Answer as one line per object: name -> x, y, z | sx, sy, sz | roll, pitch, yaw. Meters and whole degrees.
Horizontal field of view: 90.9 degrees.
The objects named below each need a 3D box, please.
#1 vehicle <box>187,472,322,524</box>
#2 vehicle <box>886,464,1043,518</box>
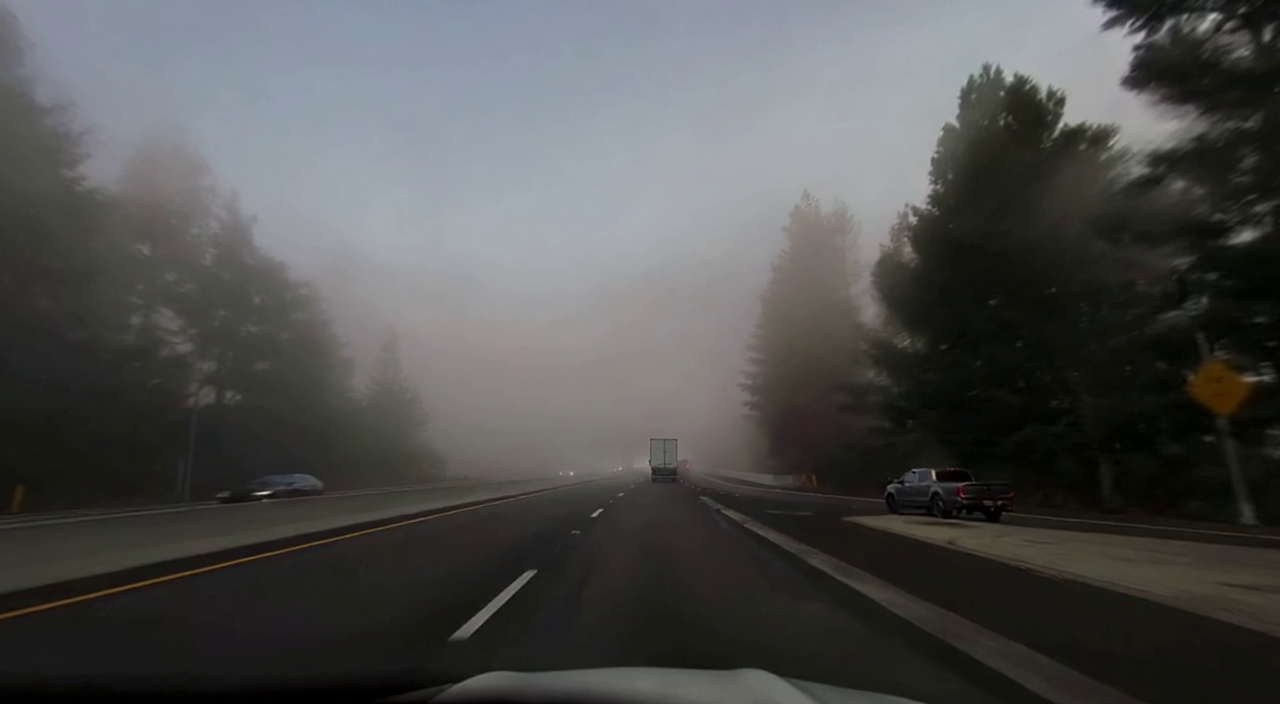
vehicle -> -12.128, 4.595, 20.162 | 1.851, 1.413, 3.769 | 1, -11, 1
vehicle -> 9.859, 4.238, 19.571 | 1.949, 1.468, 4.145 | 4, -11, -15
